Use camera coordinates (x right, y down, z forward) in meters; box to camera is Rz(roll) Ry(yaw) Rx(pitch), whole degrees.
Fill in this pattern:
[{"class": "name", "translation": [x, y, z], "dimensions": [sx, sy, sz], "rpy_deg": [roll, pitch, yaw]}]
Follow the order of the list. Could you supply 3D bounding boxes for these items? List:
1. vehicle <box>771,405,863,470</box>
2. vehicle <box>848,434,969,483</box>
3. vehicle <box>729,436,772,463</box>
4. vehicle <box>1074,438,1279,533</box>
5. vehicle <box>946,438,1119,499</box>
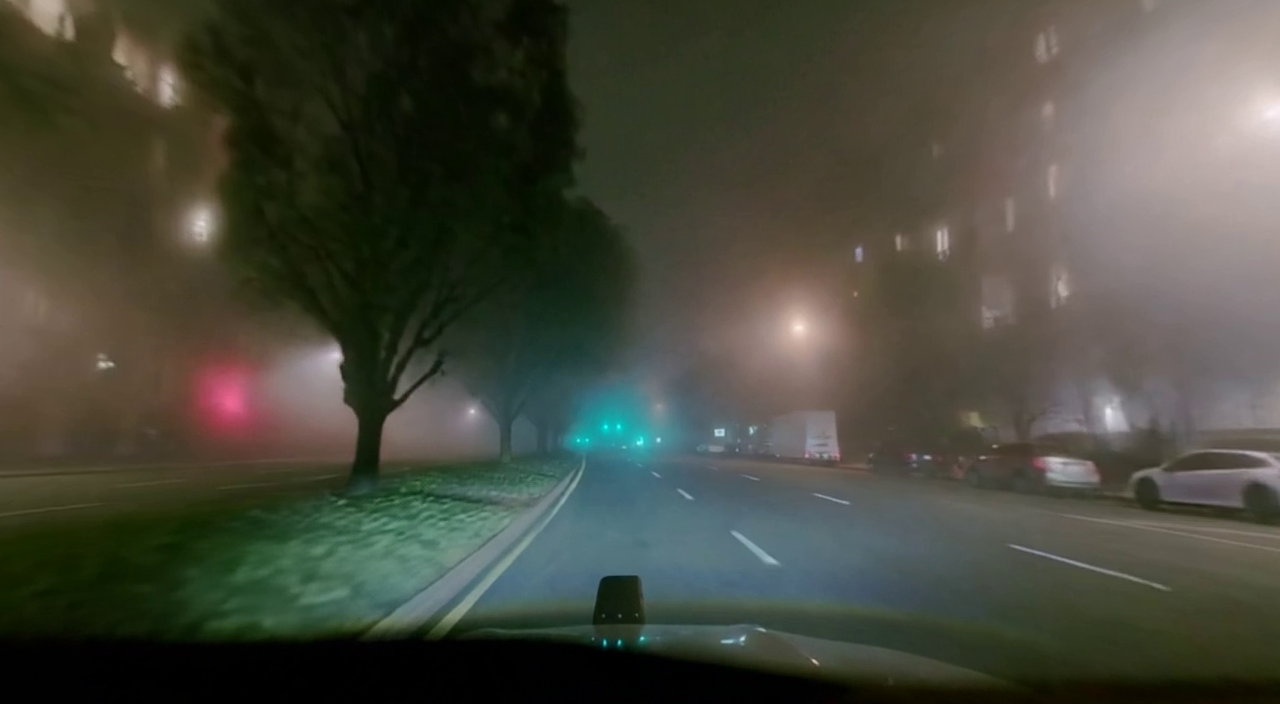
[{"class": "vehicle", "translation": [9.620, 4.812, 35.139], "dimensions": [2.853, 3.253, 6.441], "rpy_deg": [1, -9, -4]}, {"class": "vehicle", "translation": [10.355, 4.151, 24.961], "dimensions": [2.050, 1.699, 5.584], "rpy_deg": [1, -9, -3]}, {"class": "vehicle", "translation": [8.495, 7.557, 48.919], "dimensions": [1.916, 1.889, 4.675], "rpy_deg": [5, -9, -7]}, {"class": "vehicle", "translation": [10.857, 2.374, 11.828], "dimensions": [1.895, 1.467, 4.885], "rpy_deg": [0, -9, -1]}, {"class": "vehicle", "translation": [10.756, 3.195, 17.785], "dimensions": [1.801, 1.489, 4.339], "rpy_deg": [1, -9, -5]}]
